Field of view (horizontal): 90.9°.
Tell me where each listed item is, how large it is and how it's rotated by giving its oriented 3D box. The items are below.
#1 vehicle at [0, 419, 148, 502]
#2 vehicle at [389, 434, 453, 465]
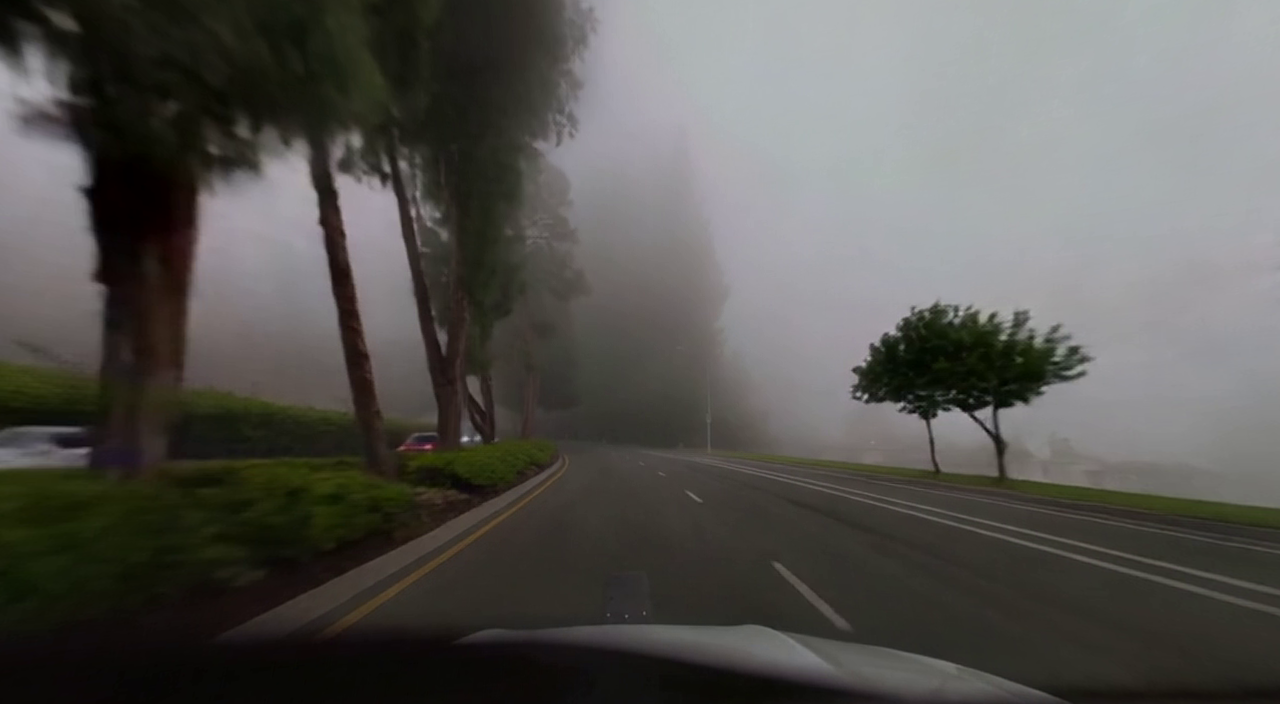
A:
[{"bbox_3d":[-13.369,2.357,13.887,1.809,1.592,4.060,0,-8,-1],"label":"vehicle"},{"bbox_3d":[-11.090,4.967,32.204,2.055,1.471,4.317,1,-8,-5],"label":"vehicle"}]
